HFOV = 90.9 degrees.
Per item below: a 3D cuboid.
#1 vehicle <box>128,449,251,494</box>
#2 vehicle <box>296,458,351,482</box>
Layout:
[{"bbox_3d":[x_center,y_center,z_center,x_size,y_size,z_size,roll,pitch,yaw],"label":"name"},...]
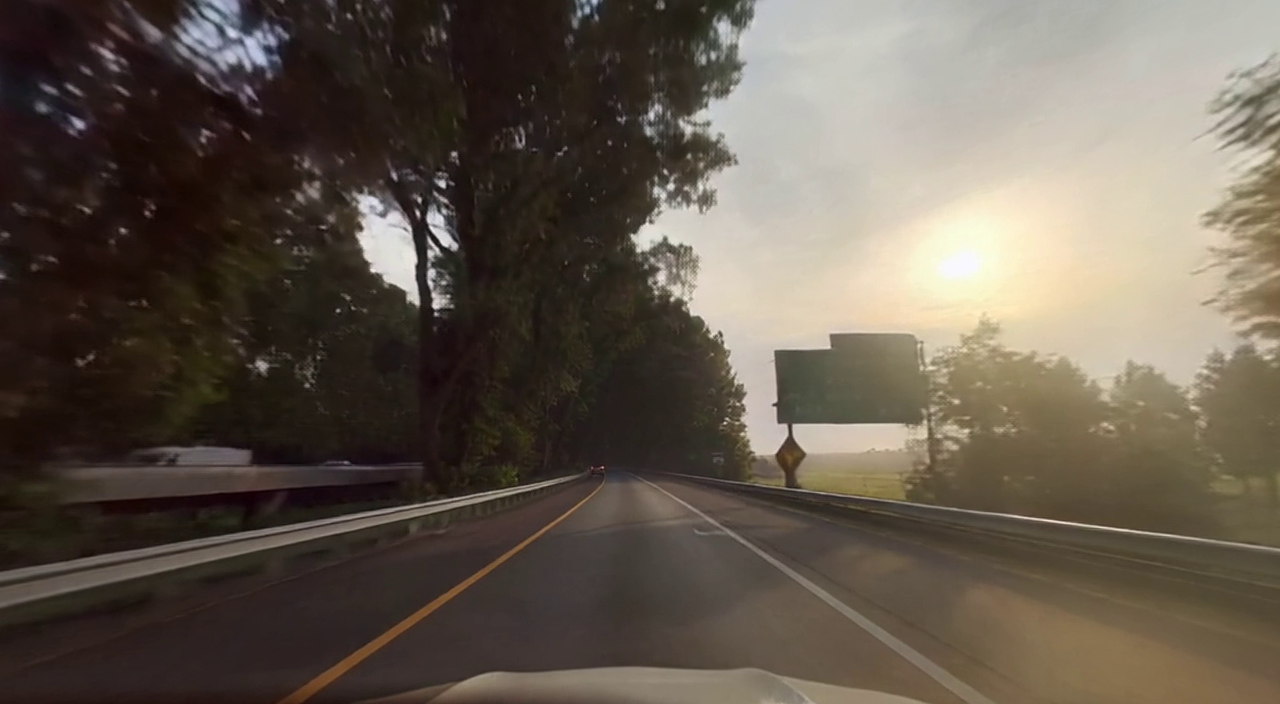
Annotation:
[{"bbox_3d":[-16.426,4.396,23.233,1.765,1.472,3.659,1,-10,0],"label":"vehicle"},{"bbox_3d":[-20.788,7.762,41.534,1.765,1.441,3.613,1,-10,0],"label":"vehicle"}]
